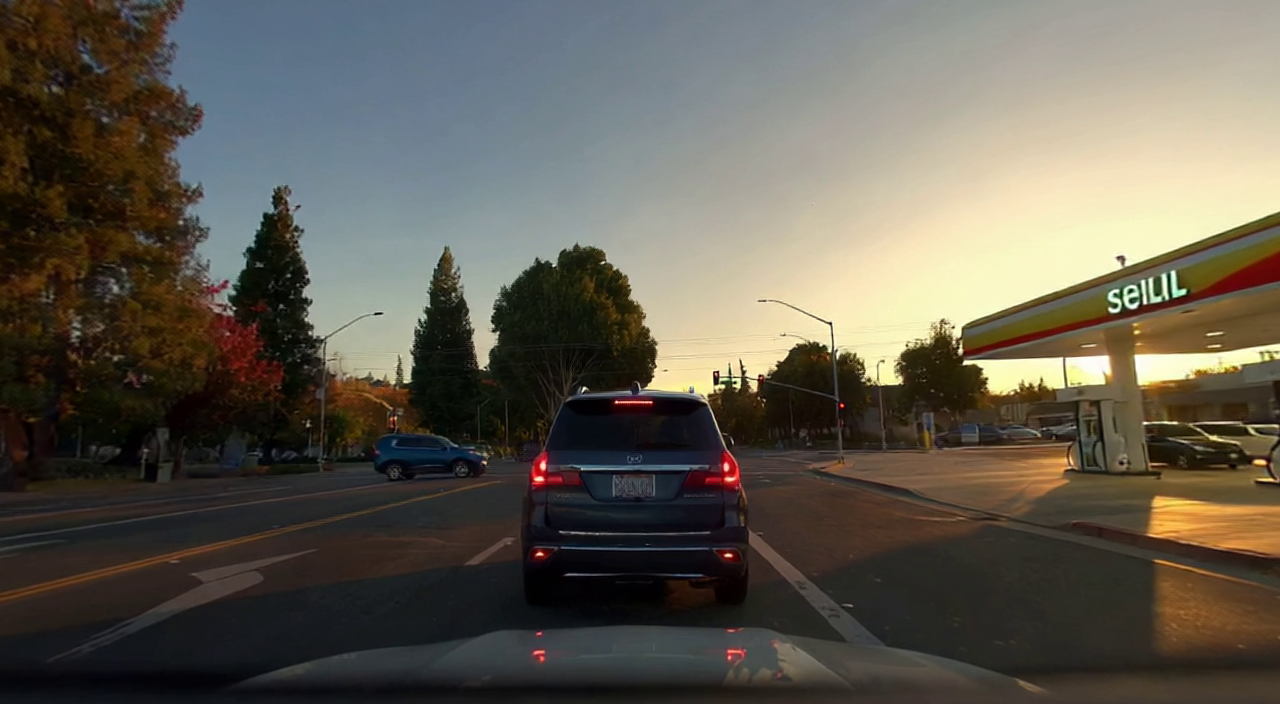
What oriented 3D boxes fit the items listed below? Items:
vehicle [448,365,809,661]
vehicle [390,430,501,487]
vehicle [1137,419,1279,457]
[{"bbox_3d":[0.013,1.314,6.148,2.236,1.819,4.291,-1,-9,3],"label":"vehicle"},{"bbox_3d":[-6.649,3.702,22.157,2.065,1.753,4.525,-1,-9,6],"label":"vehicle"},{"bbox_3d":[25.935,3.954,28.787,4.551,1.616,1.973,-2,-9,11],"label":"vehicle"}]
